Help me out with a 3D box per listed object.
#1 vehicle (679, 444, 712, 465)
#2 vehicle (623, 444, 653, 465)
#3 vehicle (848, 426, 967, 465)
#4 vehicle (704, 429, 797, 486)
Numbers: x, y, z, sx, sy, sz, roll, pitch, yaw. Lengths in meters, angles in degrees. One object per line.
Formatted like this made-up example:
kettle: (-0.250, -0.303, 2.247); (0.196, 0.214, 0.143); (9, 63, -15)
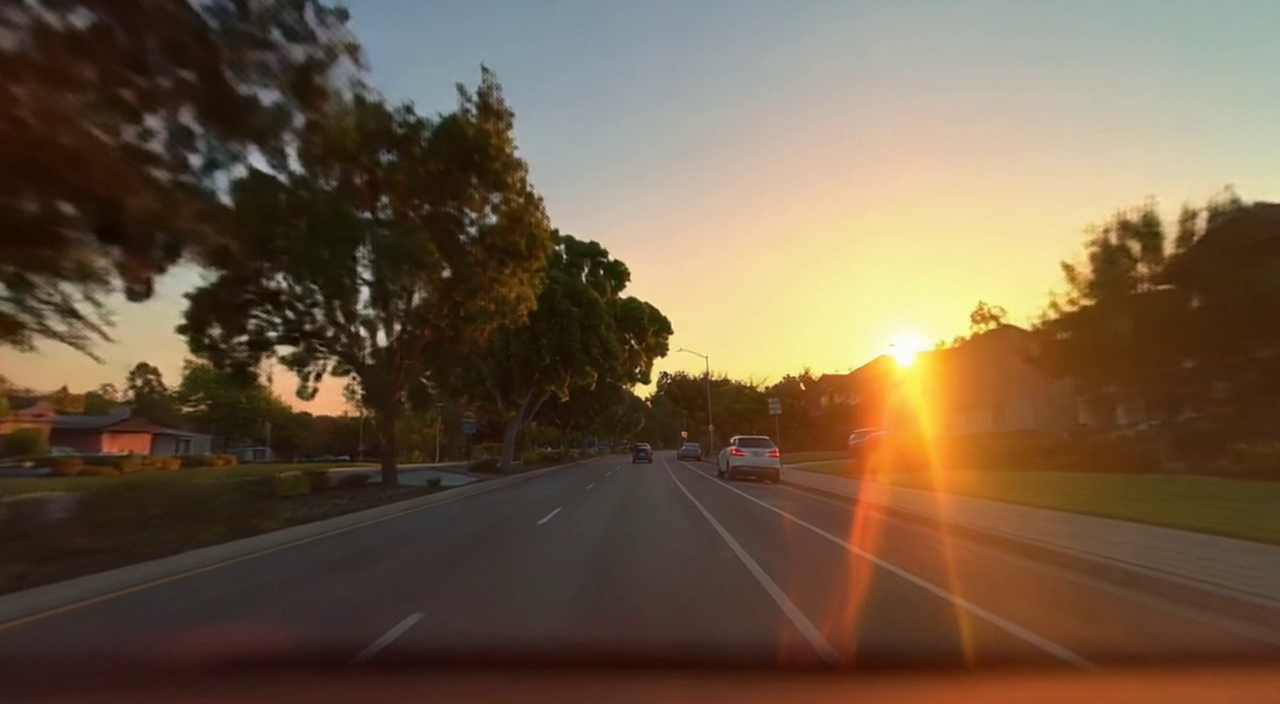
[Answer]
vehicle: (4.243, 7.930, 48.802); (2.069, 1.491, 4.676); (1, -9, -1)
vehicle: (-0.109, 7.491, 46.060); (2.054, 1.456, 4.003); (0, -8, 1)
vehicle: (12.714, 4.449, 30.081); (4.694, 1.622, 2.067); (-2, -7, 1)
vehicle: (3.834, 3.792, 22.878); (2.203, 1.828, 5.336); (0, -8, -2)
